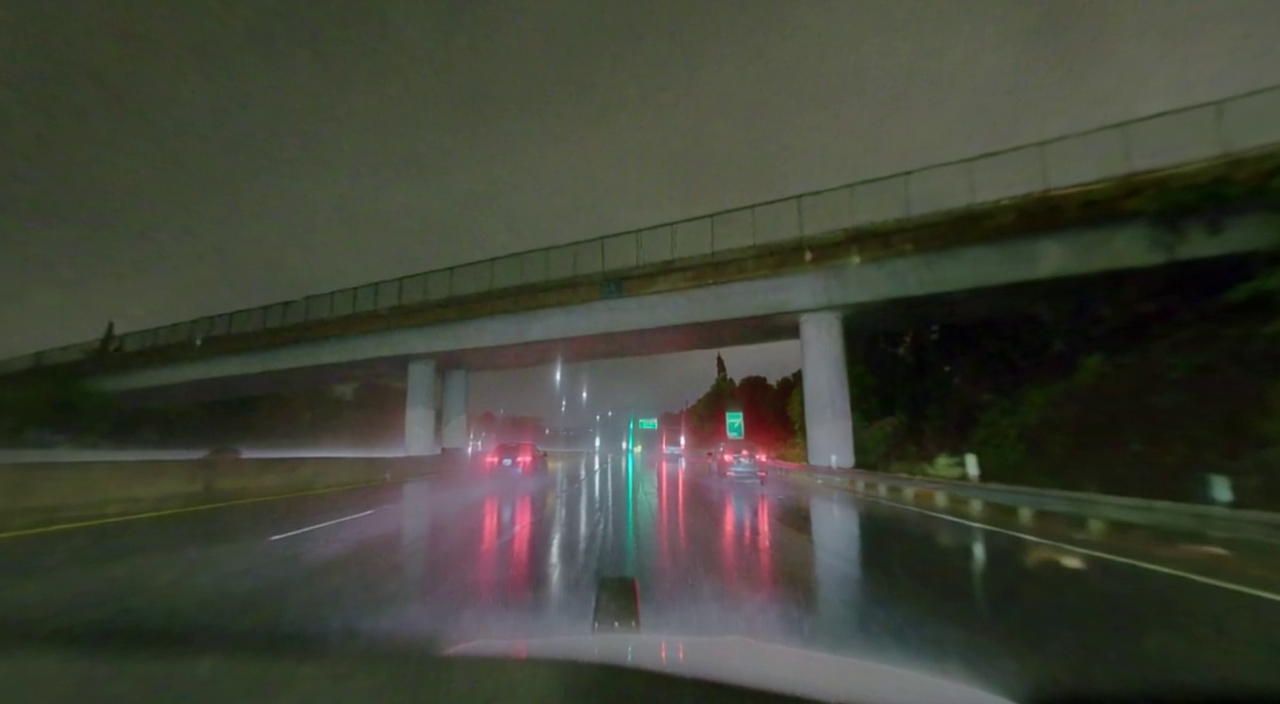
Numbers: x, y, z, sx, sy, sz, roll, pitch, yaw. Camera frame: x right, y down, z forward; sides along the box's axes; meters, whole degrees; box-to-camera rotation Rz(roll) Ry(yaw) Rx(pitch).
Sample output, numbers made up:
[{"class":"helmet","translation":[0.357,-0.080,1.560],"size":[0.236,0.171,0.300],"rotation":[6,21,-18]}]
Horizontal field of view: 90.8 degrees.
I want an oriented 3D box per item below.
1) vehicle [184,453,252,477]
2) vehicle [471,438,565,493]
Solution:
[{"class":"vehicle","translation":[-28.360,7.582,42.616],"size":[1.832,1.468,4.082],"rotation":[0,-9,-2]},{"class":"vehicle","translation":[-3.667,3.509,19.830],"size":[2.037,1.514,4.335],"rotation":[0,-9,1]}]
